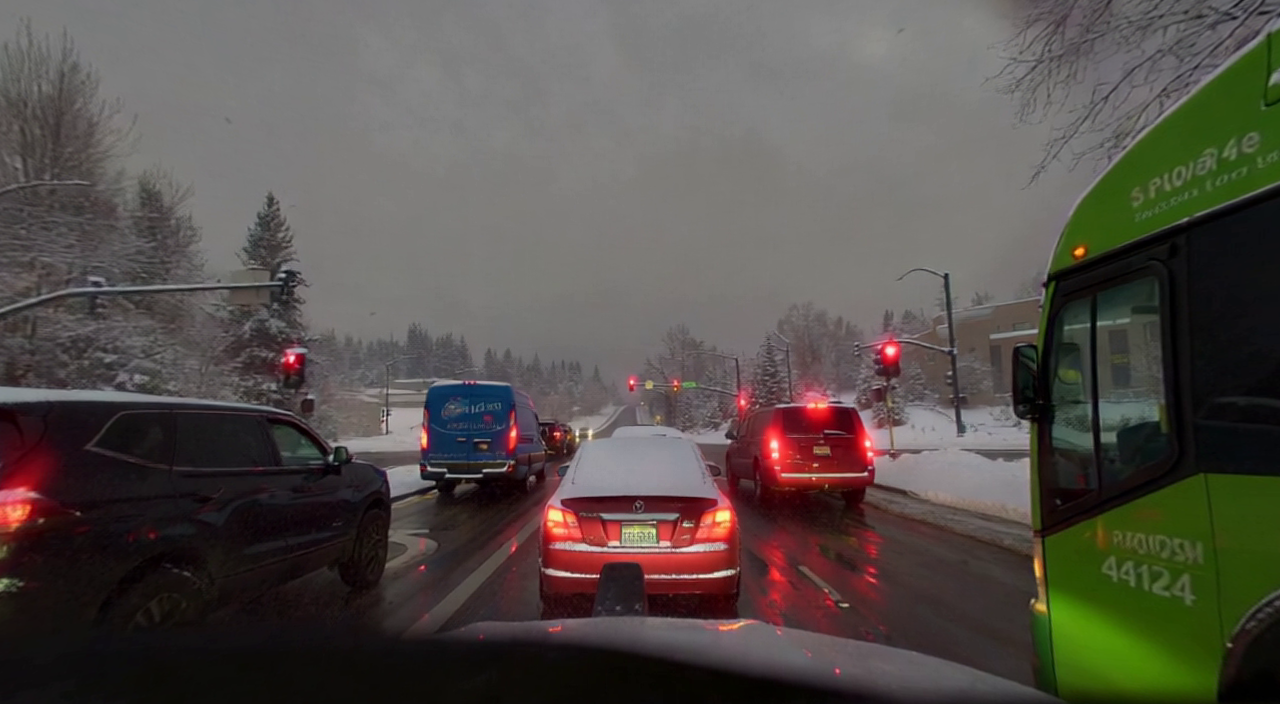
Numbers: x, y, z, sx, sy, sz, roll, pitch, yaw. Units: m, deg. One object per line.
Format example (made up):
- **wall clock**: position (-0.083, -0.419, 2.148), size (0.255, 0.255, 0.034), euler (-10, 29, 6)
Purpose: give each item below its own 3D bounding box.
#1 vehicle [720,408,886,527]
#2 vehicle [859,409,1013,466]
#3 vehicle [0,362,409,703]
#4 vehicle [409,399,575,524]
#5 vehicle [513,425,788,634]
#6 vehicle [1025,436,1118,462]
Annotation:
- **vehicle**: position (3.156, 2.400, 13.673), size (2.143, 2.036, 5.367), euler (0, -8, 0)
- **vehicle**: position (17.610, 5.133, 37.923), size (7.839, 3.213, 2.628), euler (0, -8, -3)
- **vehicle**: position (-3.405, 1.181, 4.643), size (1.921, 1.701, 3.989), euler (0, -8, -1)
- **vehicle**: position (-2.920, 2.356, 13.988), size (2.335, 2.221, 5.165), euler (0, -8, 1)
- **vehicle**: position (0.068, 1.552, 6.429), size (1.976, 1.485, 3.624), euler (0, -8, 0)
- **vehicle**: position (25.888, 5.823, 37.992), size (4.229, 1.489, 1.794), euler (0, -8, -2)
